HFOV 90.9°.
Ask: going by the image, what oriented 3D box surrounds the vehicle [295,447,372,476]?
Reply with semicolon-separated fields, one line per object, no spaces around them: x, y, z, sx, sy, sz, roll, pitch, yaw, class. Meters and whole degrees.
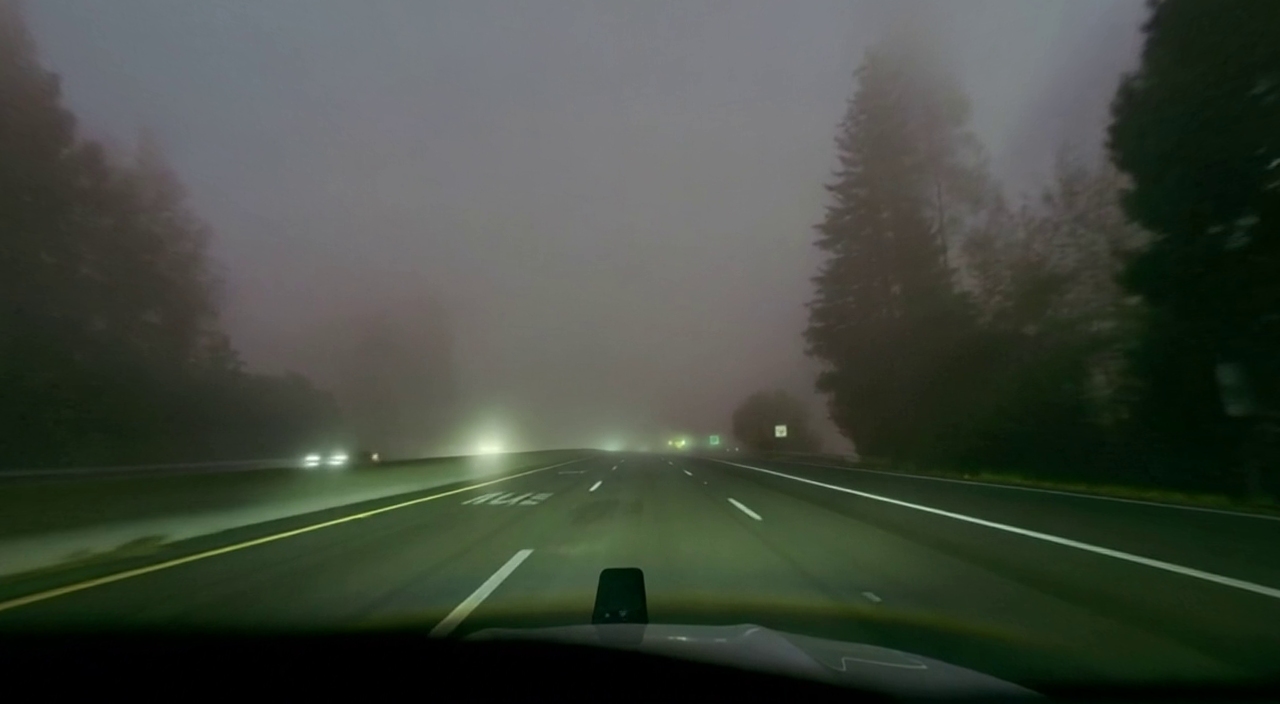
-17.455;6.249;36.227;1.902;1.495;4.952;-1;-8;1;vehicle
